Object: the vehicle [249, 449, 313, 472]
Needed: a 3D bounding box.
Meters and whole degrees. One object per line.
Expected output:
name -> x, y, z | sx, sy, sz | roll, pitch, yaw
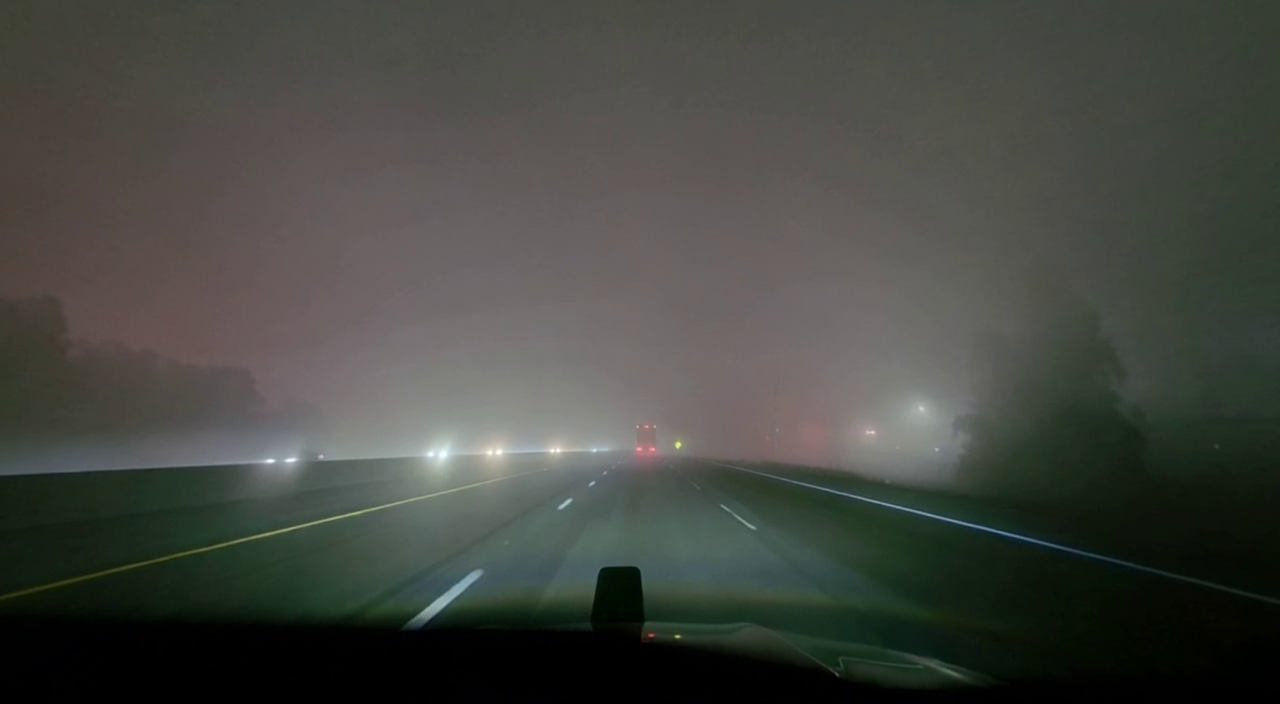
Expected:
vehicle -> -25.179, 7.585, 44.322 | 1.824, 1.509, 4.374 | 0, -9, 1
